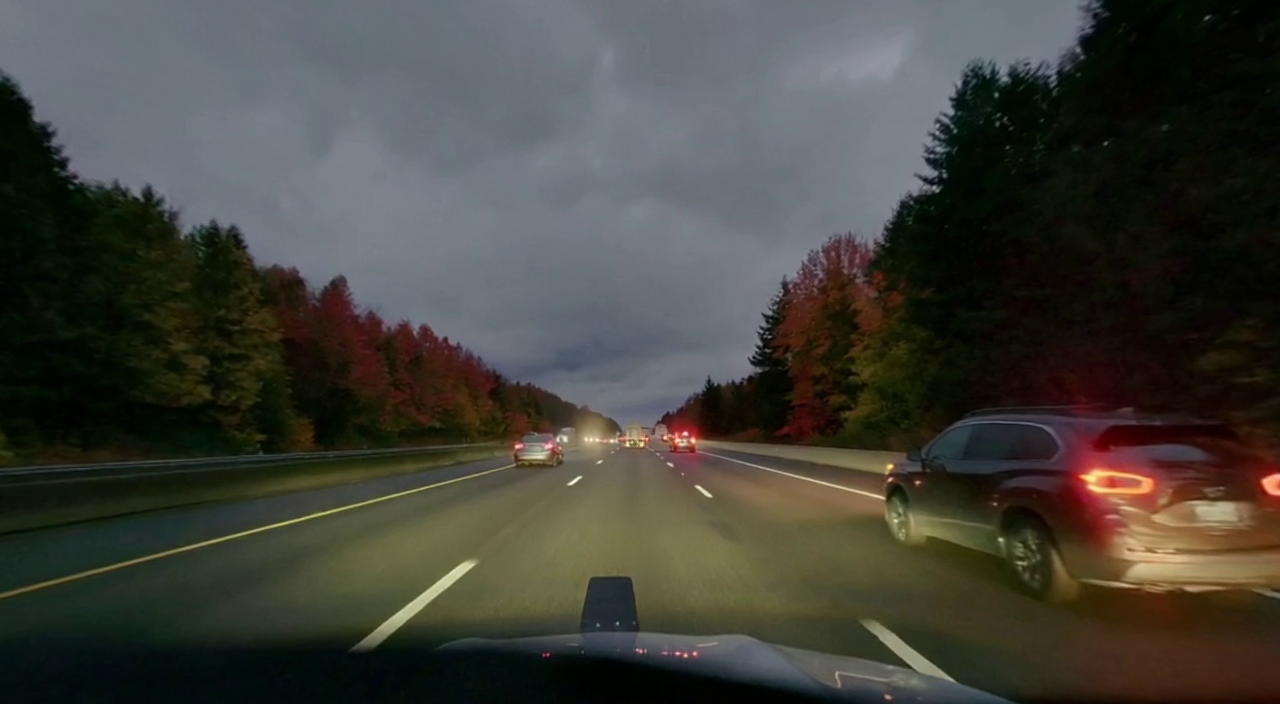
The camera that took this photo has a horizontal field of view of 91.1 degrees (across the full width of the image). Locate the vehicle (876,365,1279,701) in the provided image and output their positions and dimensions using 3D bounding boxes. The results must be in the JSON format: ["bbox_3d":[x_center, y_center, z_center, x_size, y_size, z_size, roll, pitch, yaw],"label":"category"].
[{"bbox_3d":[3.885,1.192,5.384,1.962,1.680,4.298,0,-8,-1],"label":"vehicle"}]

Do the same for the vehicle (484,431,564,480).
[{"bbox_3d":[-3.840,3.494,21.574,2.027,1.501,3.920,0,-8,0],"label":"vehicle"}]
